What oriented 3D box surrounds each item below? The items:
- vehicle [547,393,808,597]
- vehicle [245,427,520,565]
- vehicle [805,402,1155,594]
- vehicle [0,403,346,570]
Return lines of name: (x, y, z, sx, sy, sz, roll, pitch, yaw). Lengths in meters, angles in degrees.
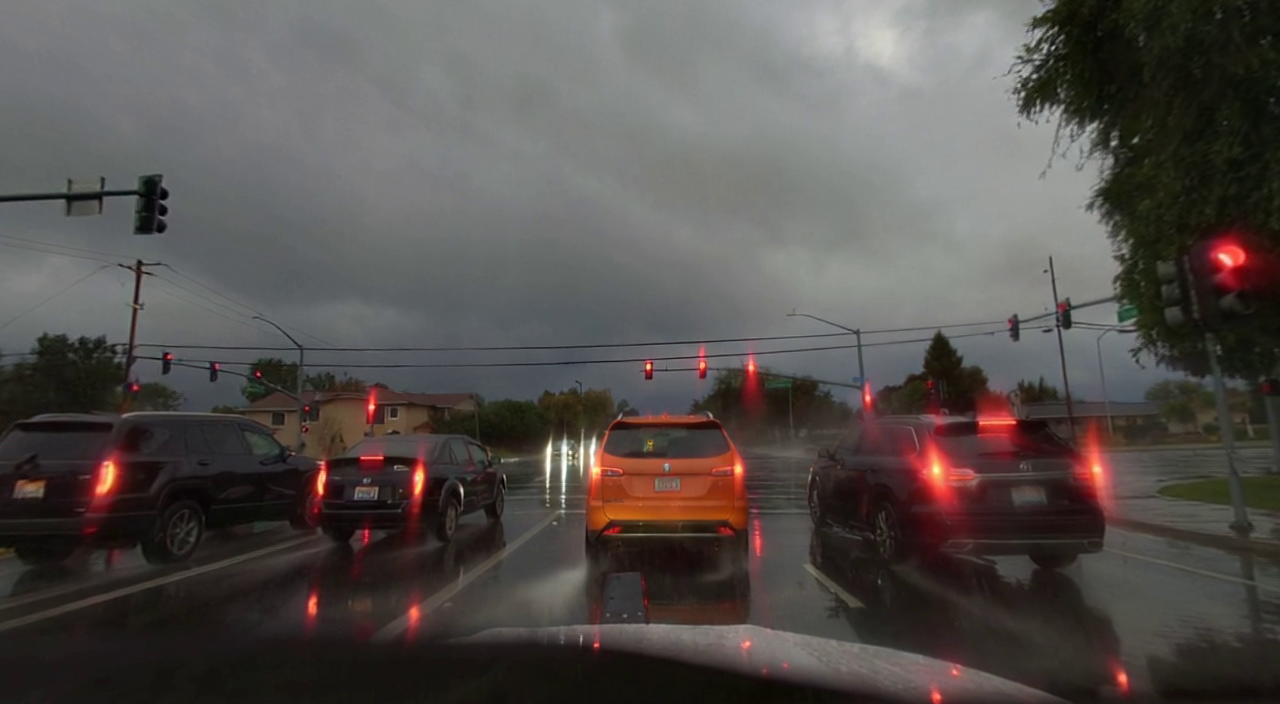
vehicle: (0.393, 1.519, 7.495, 2.198, 1.708, 4.170, 0, -8, 2)
vehicle: (-3.241, 1.889, 9.107, 1.885, 1.475, 4.359, -1, -8, 4)
vehicle: (3.525, 1.590, 7.748, 2.047, 1.638, 4.395, -1, -8, 4)
vehicle: (-6.638, 1.821, 9.341, 2.075, 1.796, 4.785, 0, -8, 2)
